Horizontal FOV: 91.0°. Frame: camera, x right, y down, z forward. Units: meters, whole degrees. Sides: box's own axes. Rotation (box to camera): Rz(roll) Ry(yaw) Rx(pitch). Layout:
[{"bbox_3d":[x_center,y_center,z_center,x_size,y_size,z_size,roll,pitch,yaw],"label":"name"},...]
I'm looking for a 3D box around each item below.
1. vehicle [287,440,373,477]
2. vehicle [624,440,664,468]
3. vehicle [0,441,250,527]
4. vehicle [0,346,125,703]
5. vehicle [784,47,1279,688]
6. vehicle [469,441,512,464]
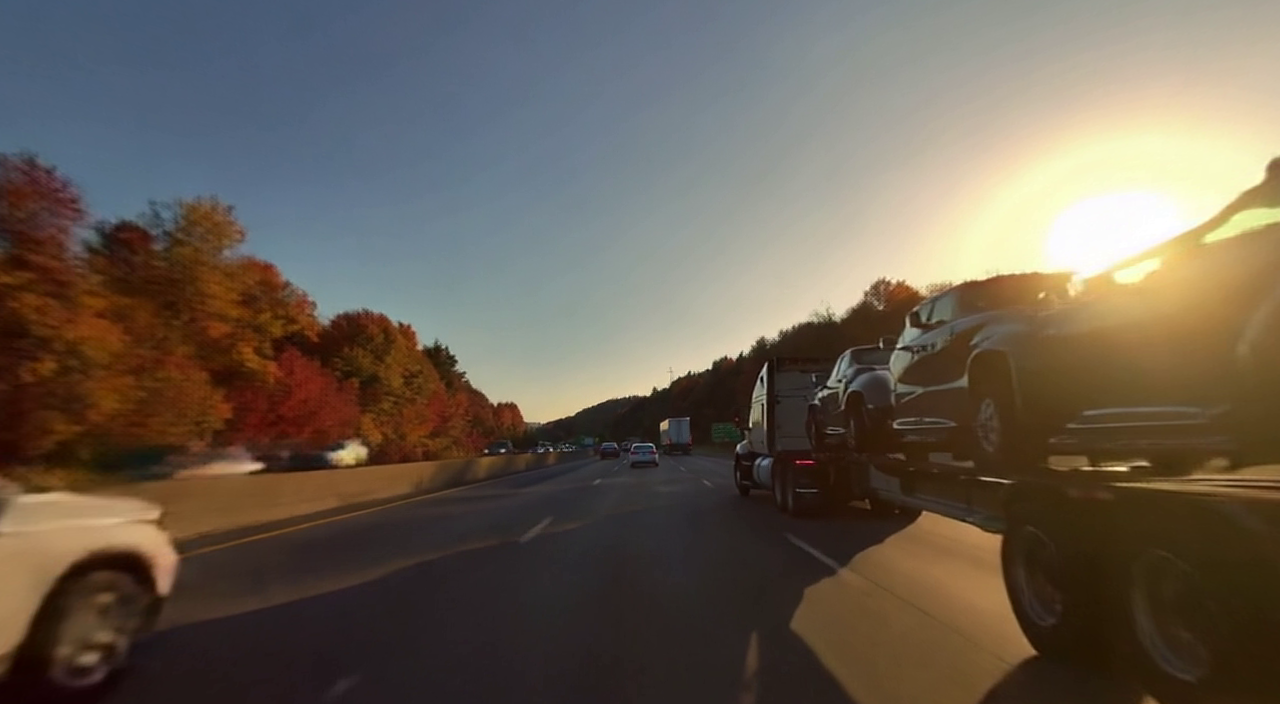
[{"bbox_3d":[-14.226,4.877,29.135,1.835,1.568,4.023,0,-8,1],"label":"vehicle"},{"bbox_3d":[0.222,5.846,36.188,2.152,1.484,4.211,0,-8,0],"label":"vehicle"},{"bbox_3d":[-10.659,2.650,13.302,1.934,1.497,4.356,0,-8,1],"label":"vehicle"},{"bbox_3d":[-3.677,0.556,0.729,2.077,1.669,4.739,0,-8,1],"label":"vehicle"},{"bbox_3d":[4.846,0.693,7.488,3.150,3.257,13.098,0,-8,0],"label":"vehicle"},{"bbox_3d":[-10.641,7.153,45.032,1.988,1.555,4.227,0,-8,1],"label":"vehicle"}]
